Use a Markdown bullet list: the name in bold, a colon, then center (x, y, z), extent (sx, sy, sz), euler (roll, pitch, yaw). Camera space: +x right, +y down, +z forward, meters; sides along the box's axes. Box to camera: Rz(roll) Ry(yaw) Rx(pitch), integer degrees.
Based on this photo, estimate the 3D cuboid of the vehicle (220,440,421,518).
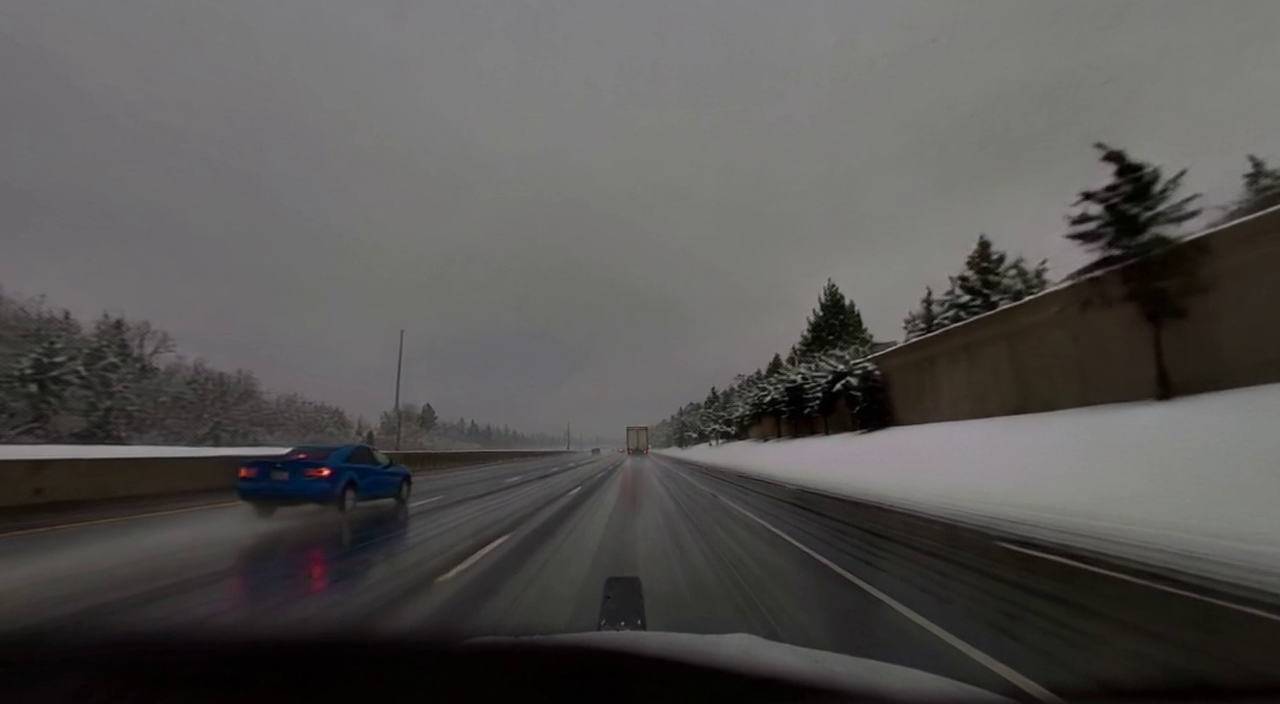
- **vehicle**: center (-7.036, 2.831, 14.672), extent (2.017, 1.468, 5.031), euler (0, -9, 0)
